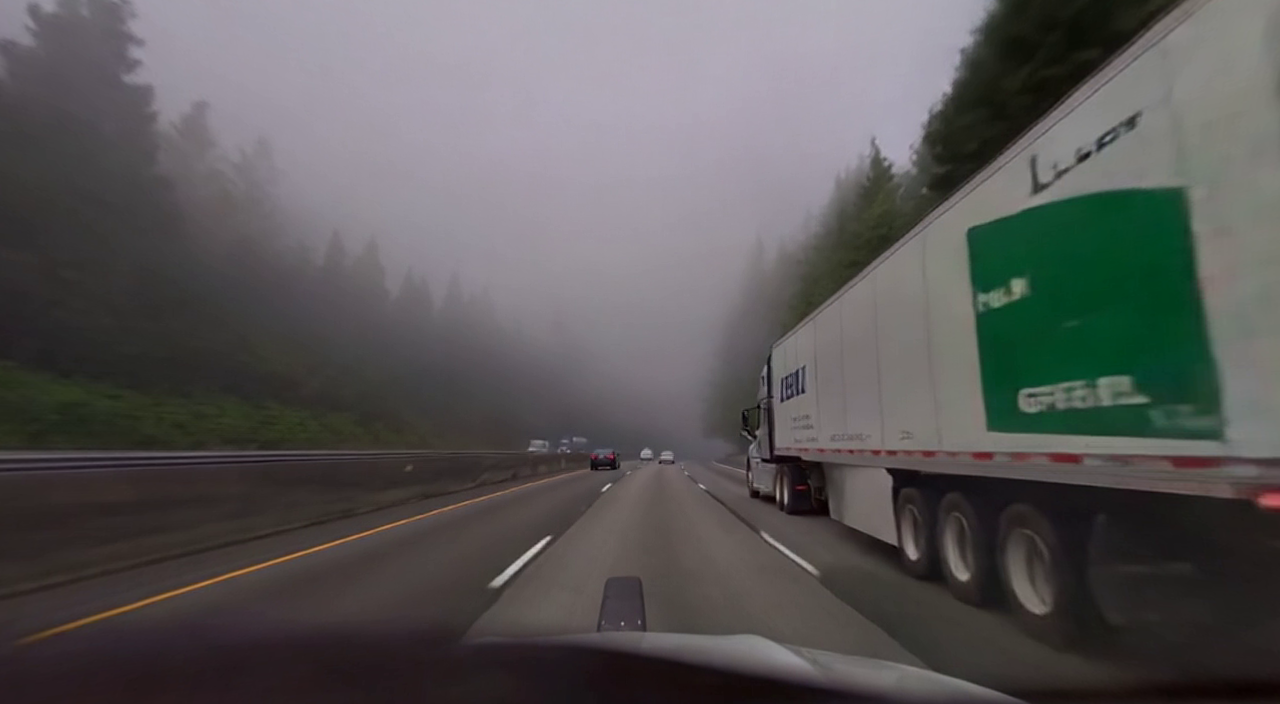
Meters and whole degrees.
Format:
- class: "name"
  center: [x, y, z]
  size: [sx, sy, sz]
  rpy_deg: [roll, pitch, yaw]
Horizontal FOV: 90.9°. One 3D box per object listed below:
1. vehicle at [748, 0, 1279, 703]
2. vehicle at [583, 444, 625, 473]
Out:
- class: "vehicle"
  center: [4.326, 0.663, 8.657]
  size: [3.057, 3.993, 13.914]
  rpy_deg: [0, -9, -1]
- class: "vehicle"
  center: [-2.237, 6.753, 40.075]
  size: [2.205, 1.728, 4.397]
  rpy_deg: [-1, -9, 3]
